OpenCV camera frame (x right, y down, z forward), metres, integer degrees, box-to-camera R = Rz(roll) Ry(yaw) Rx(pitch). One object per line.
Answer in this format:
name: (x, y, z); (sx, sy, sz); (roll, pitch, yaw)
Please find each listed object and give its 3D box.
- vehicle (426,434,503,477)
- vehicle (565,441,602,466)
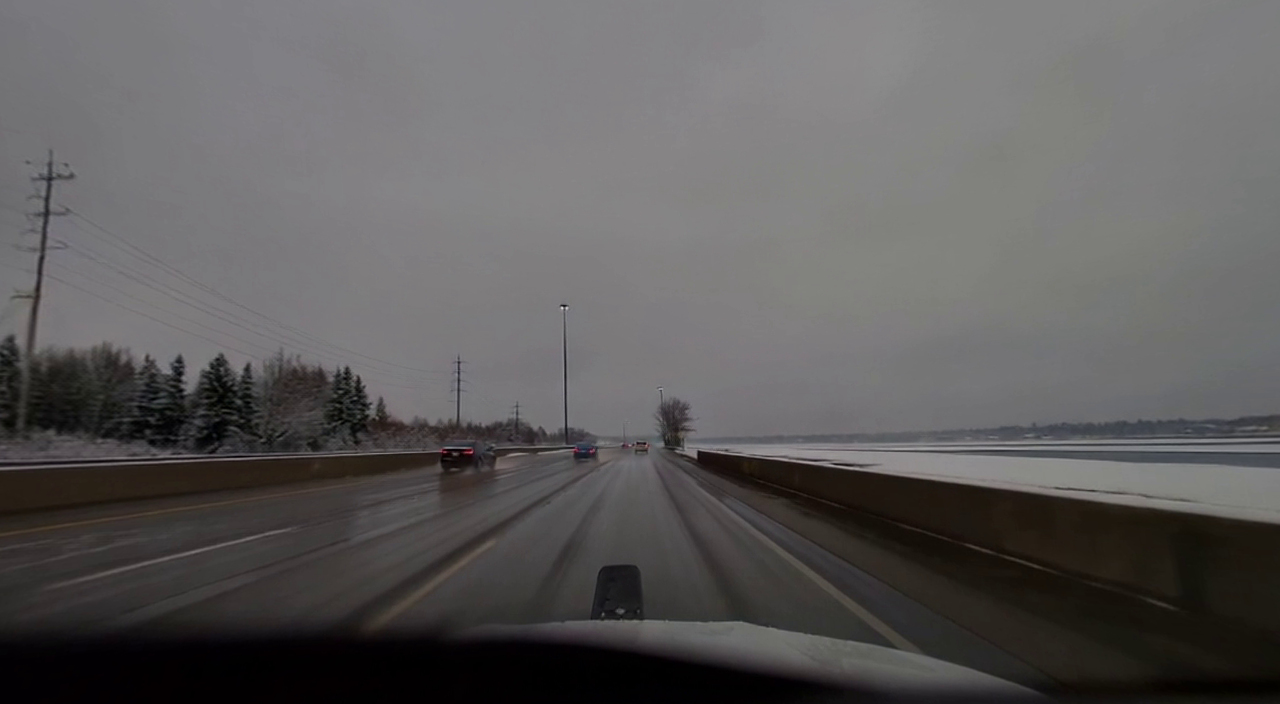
vehicle: (-7.531, 4.473, 27.535); (2.050, 1.717, 4.418); (0, -8, 0)
vehicle: (-3.545, 6.496, 40.435); (1.957, 1.494, 4.207); (0, -8, 1)
